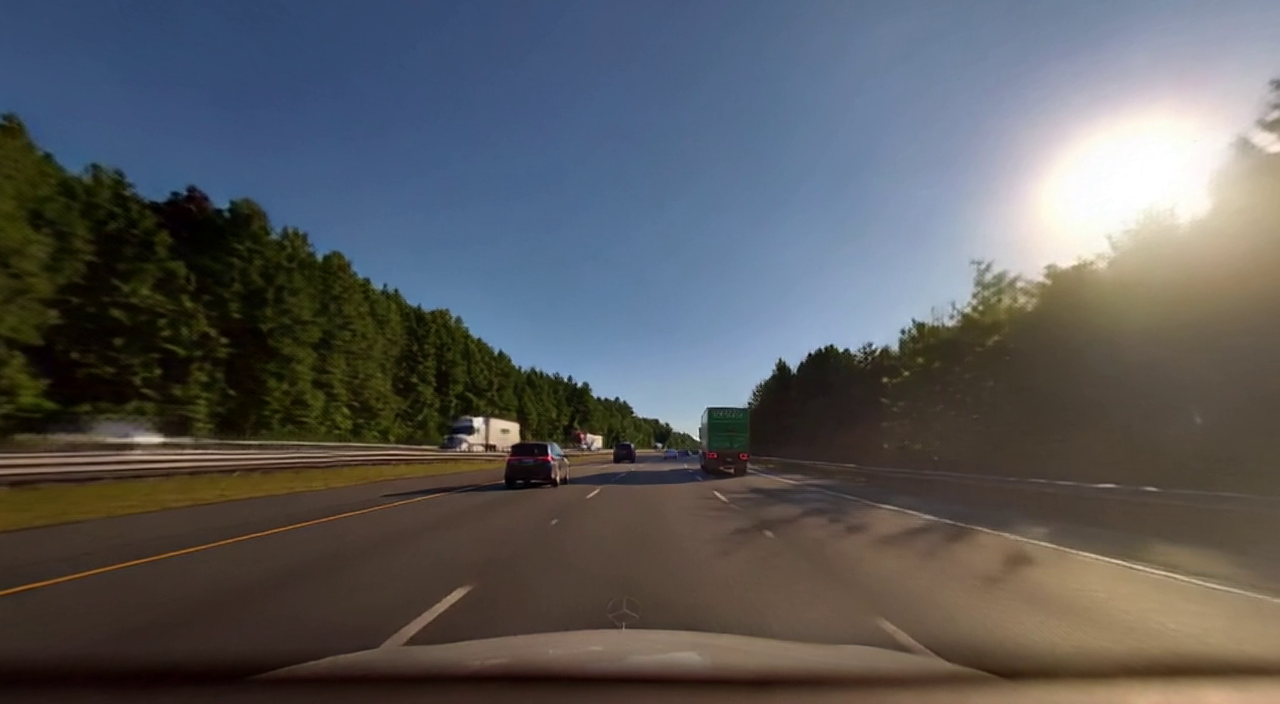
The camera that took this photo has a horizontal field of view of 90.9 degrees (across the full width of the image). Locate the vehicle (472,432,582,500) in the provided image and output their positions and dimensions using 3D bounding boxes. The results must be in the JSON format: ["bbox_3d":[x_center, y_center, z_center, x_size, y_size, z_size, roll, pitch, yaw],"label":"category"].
[{"bbox_3d":[-3.112,3.260,18.426,2.205,1.728,4.397,0,-9,2],"label":"vehicle"}]

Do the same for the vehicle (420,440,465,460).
[{"bbox_3d":[-15.251,7.613,48.809,1.798,1.455,4.162,-1,-9,5],"label":"vehicle"}]

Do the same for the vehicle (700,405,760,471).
[{"bbox_3d":[6.089,6.259,45.123,3.057,3.993,13.914,-1,-9,3],"label":"vehicle"}]

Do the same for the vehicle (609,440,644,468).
[{"bbox_3d":[-0.979,7.913,48.903,2.201,2.038,5.065,-1,-9,4],"label":"vehicle"}]
